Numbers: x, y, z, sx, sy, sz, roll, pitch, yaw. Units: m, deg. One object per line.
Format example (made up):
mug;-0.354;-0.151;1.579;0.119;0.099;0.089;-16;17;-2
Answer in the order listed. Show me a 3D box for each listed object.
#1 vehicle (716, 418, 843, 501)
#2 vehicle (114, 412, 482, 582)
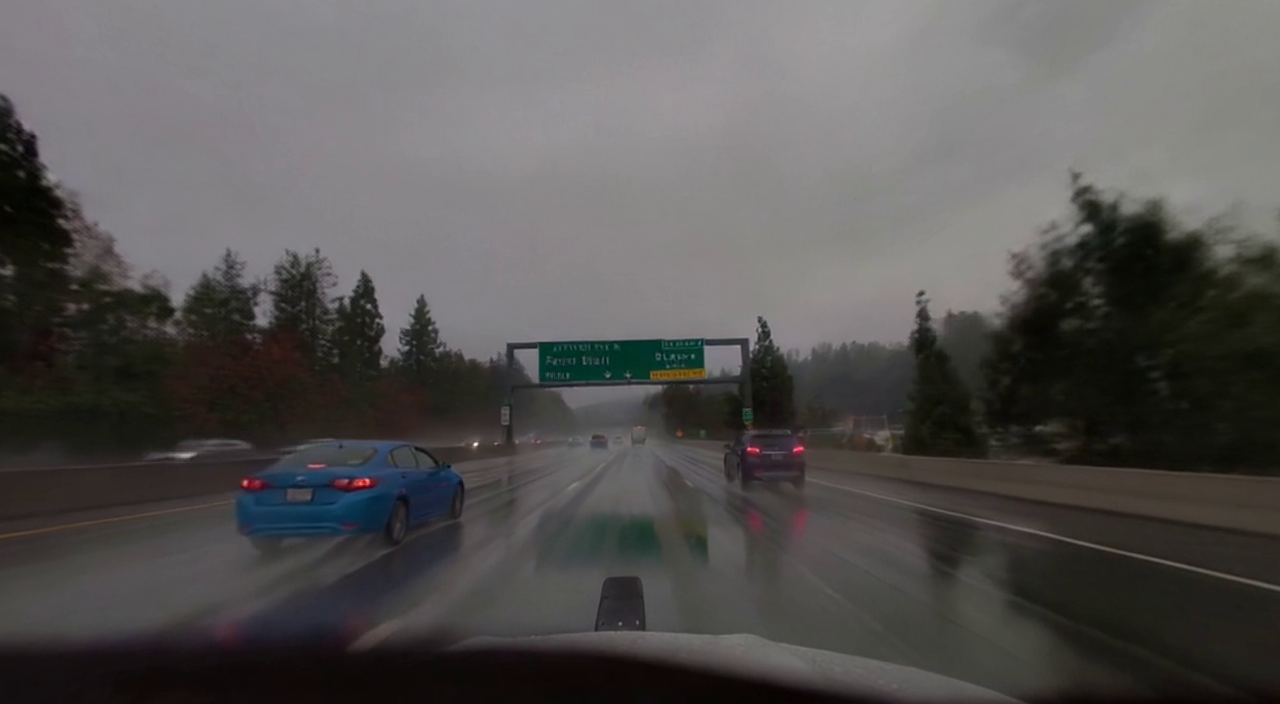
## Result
vehicle;3.180;2.563;15.355;2.053;1.714;4.097;0;-9;-1
vehicle;-3.822;1.731;8.434;2.118;1.573;4.940;0;-9;0
